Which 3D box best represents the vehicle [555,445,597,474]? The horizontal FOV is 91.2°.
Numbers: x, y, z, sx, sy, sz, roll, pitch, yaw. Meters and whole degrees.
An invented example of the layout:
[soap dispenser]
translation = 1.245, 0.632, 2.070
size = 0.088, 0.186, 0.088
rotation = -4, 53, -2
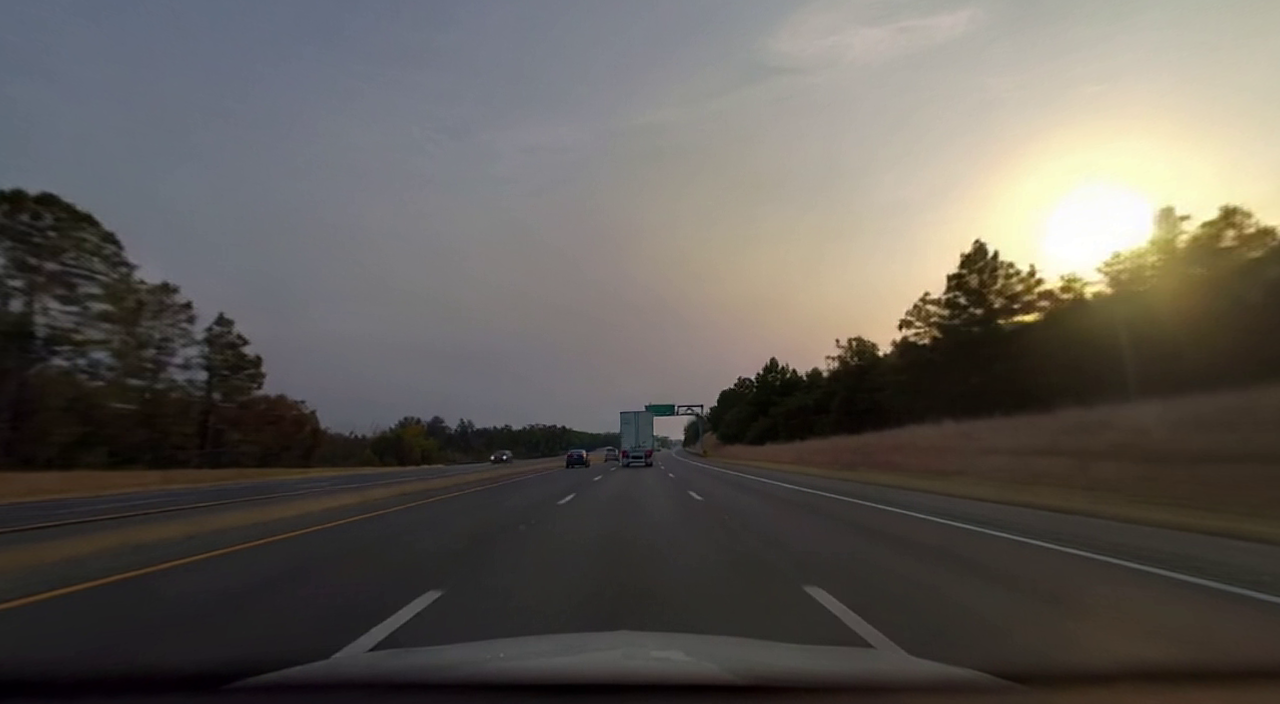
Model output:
[vehicle]
translation = -3.771, 6.412, 37.628
size = 2.112, 1.645, 4.129
rotation = 0, -9, -1
